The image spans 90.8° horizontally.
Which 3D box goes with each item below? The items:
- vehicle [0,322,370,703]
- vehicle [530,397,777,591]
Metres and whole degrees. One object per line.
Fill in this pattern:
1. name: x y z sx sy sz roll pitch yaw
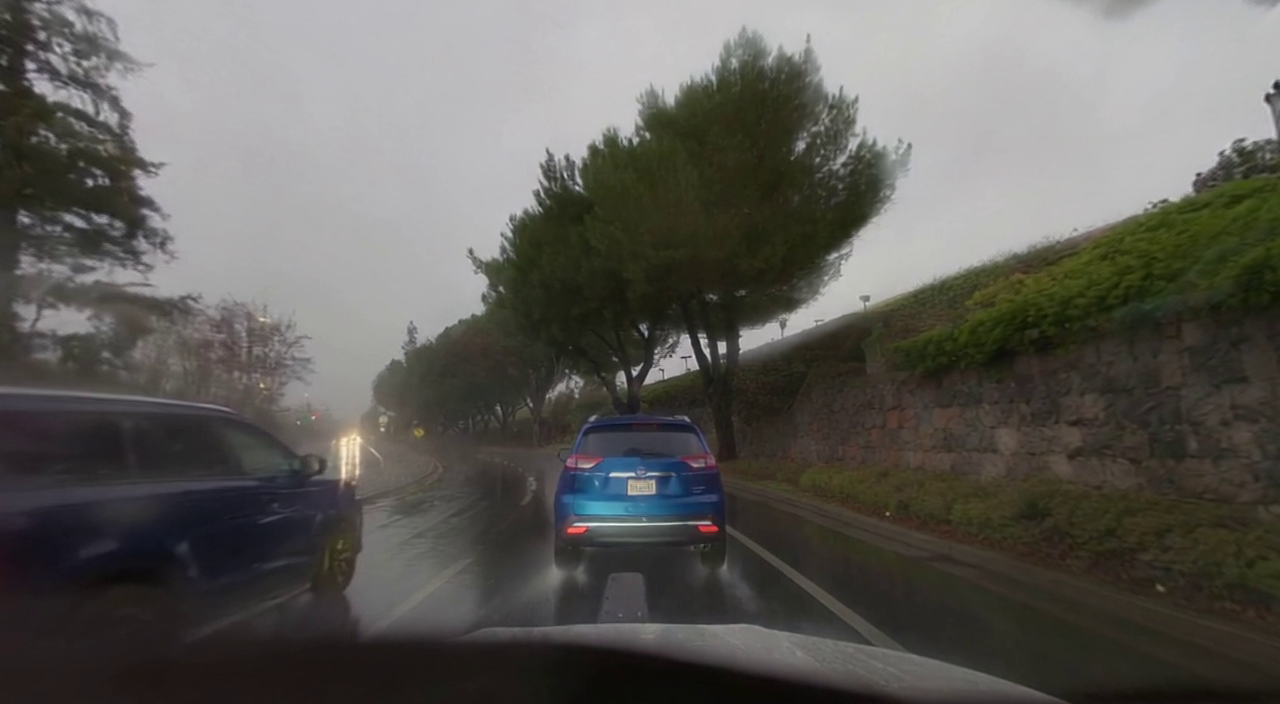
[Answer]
1. vehicle: -3.437 0.961 3.505 2.205 1.716 4.448 1 -8 -5
2. vehicle: -0.048 1.618 8.051 2.287 1.762 4.269 1 -8 -5
